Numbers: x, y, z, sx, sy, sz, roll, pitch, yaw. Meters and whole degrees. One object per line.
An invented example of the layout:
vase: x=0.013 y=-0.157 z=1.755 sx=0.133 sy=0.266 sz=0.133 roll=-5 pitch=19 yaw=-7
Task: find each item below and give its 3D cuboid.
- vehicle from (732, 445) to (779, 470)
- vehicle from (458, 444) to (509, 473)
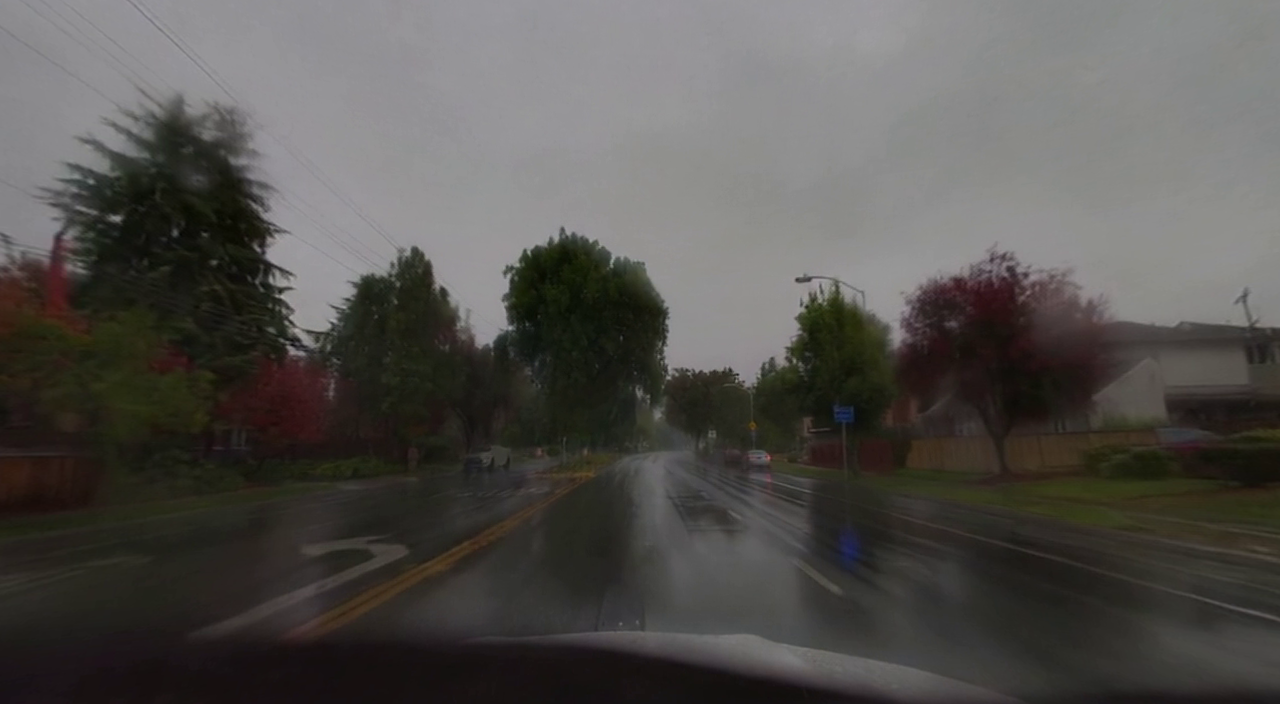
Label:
vehicle: x=6.866 y=6.311 z=38.000 sx=1.946 sy=1.404 sz=4.609 roll=0 pitch=-8 yaw=0
vehicle: x=-10.664 y=7.261 z=43.328 sx=2.095 sy=1.815 sz=4.726 roll=-1 pitch=-8 yaw=3
